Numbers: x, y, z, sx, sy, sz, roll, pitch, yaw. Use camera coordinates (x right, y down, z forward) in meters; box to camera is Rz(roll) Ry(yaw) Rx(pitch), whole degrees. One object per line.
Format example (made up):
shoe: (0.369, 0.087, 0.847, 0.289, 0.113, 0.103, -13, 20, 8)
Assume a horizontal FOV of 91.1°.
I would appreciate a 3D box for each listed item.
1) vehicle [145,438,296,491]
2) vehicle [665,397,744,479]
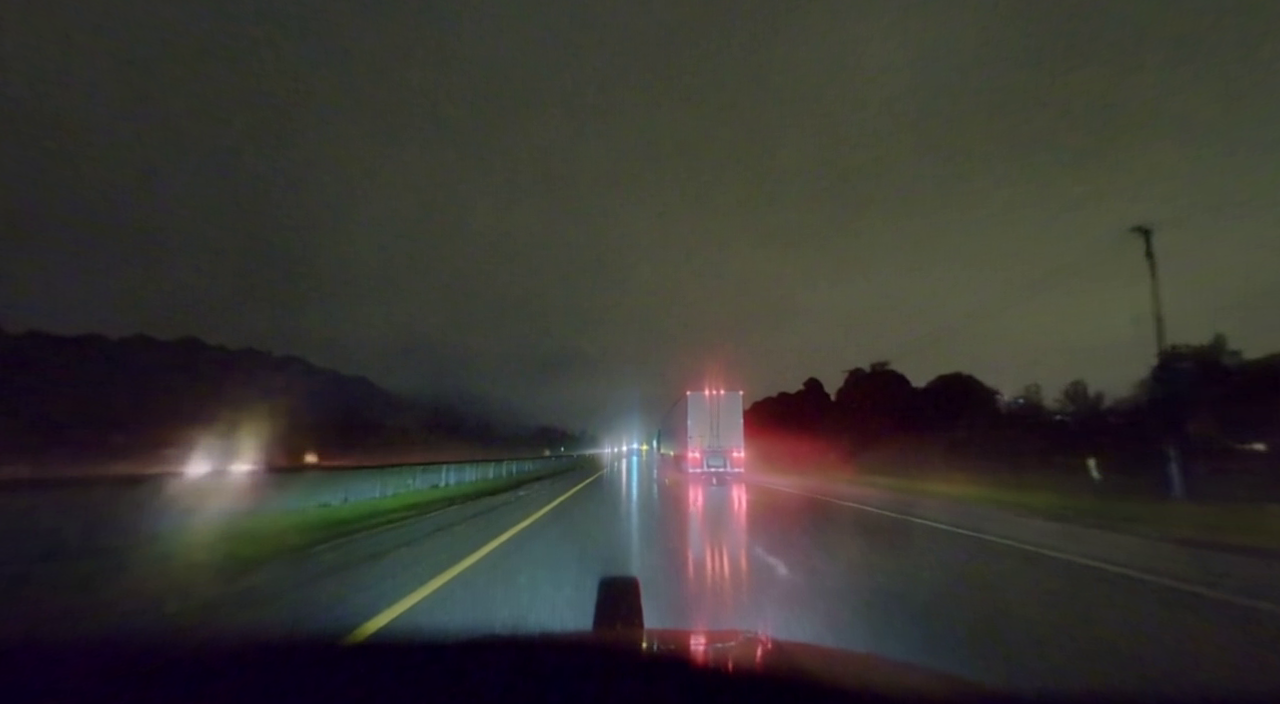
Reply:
vehicle: (-13.062, 3.524, 19.960, 1.861, 1.498, 4.278, 0, -9, -1)
vehicle: (3.493, 5.357, 38.197, 2.938, 4.076, 13.362, 0, -9, -2)
